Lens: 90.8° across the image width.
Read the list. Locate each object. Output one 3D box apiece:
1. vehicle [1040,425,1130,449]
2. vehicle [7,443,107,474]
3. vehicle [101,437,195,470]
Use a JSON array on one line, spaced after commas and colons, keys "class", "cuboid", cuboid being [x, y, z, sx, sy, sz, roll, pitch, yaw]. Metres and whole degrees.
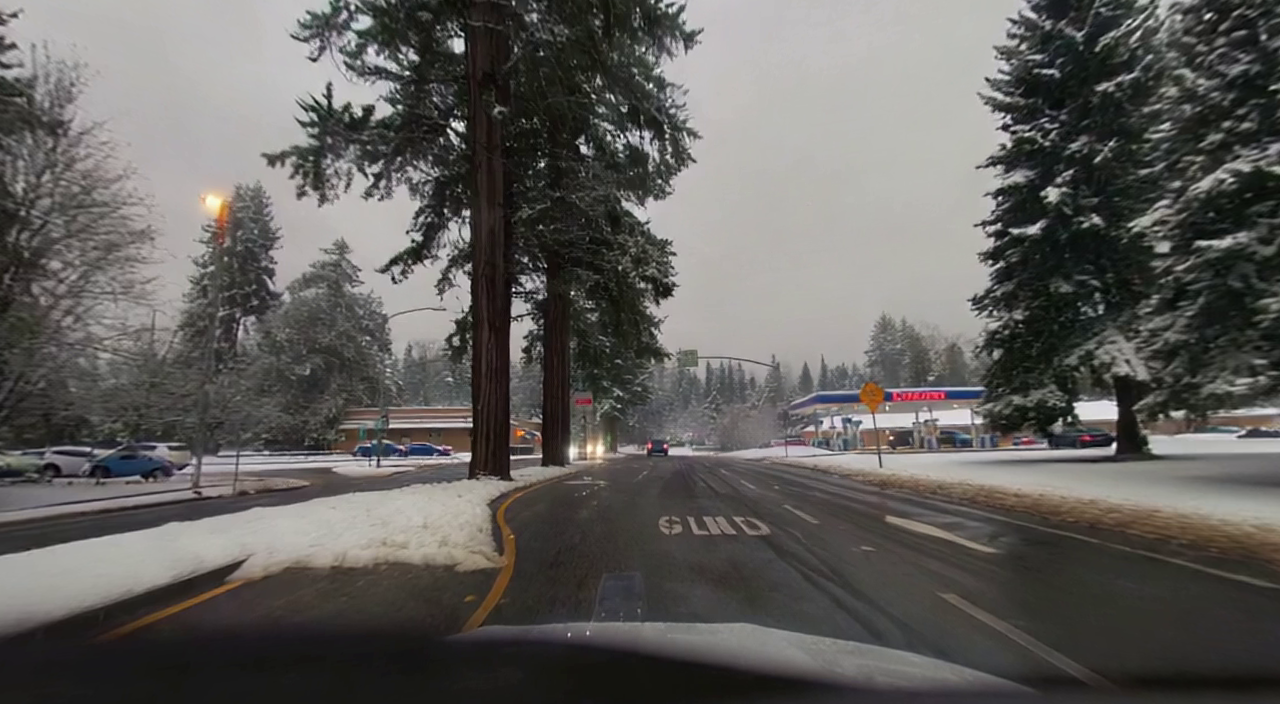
[{"class": "vehicle", "cuboid": [29.603, 5.706, 42.108, 1.885, 1.446, 4.469, 8, -12, -42]}, {"class": "vehicle", "cuboid": [-33.888, 6.177, 36.759, 4.185, 1.504, 1.956, -4, -8, 6]}, {"class": "vehicle", "cuboid": [-32.700, 6.739, 42.029, 4.847, 1.872, 2.114, -3, -7, 8]}]
